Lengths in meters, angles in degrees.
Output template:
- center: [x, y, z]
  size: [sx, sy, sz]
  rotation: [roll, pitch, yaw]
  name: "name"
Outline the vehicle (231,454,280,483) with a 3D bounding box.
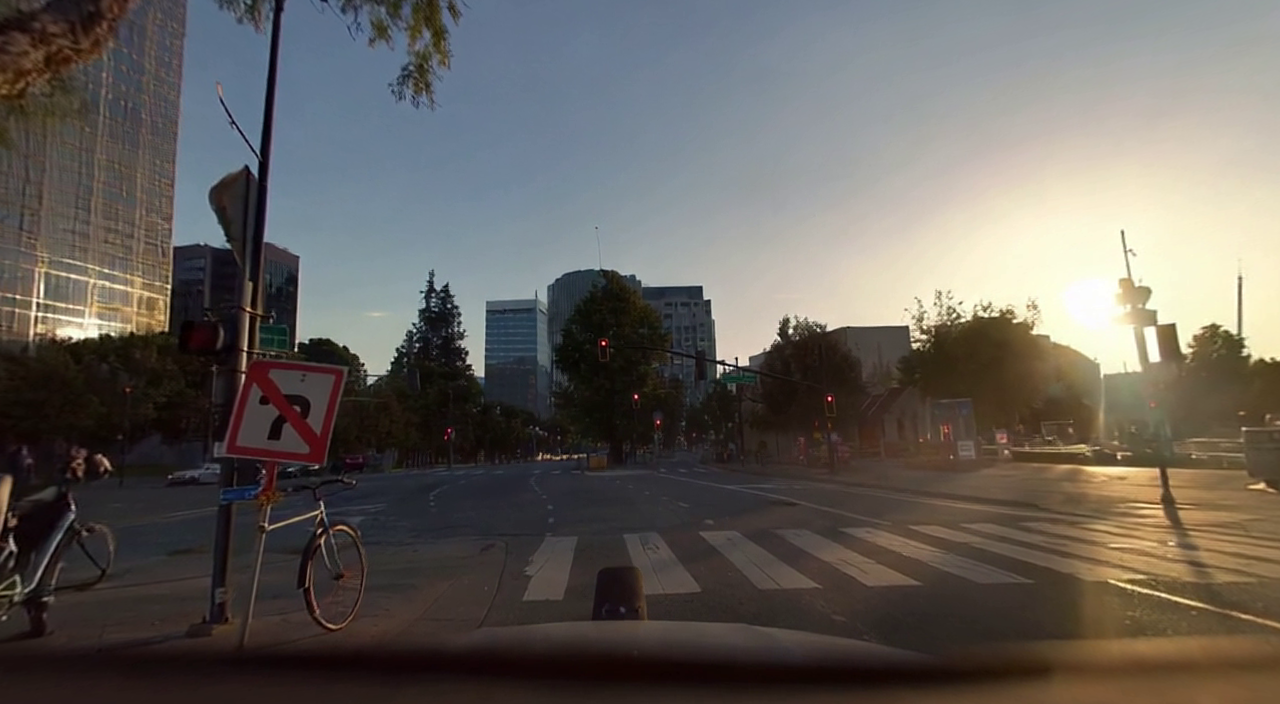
- center: [-27.530, 8.281, 45.160]
  size: [2.199, 1.838, 4.222]
  rotation: [7, -11, -40]
  name: "vehicle"
